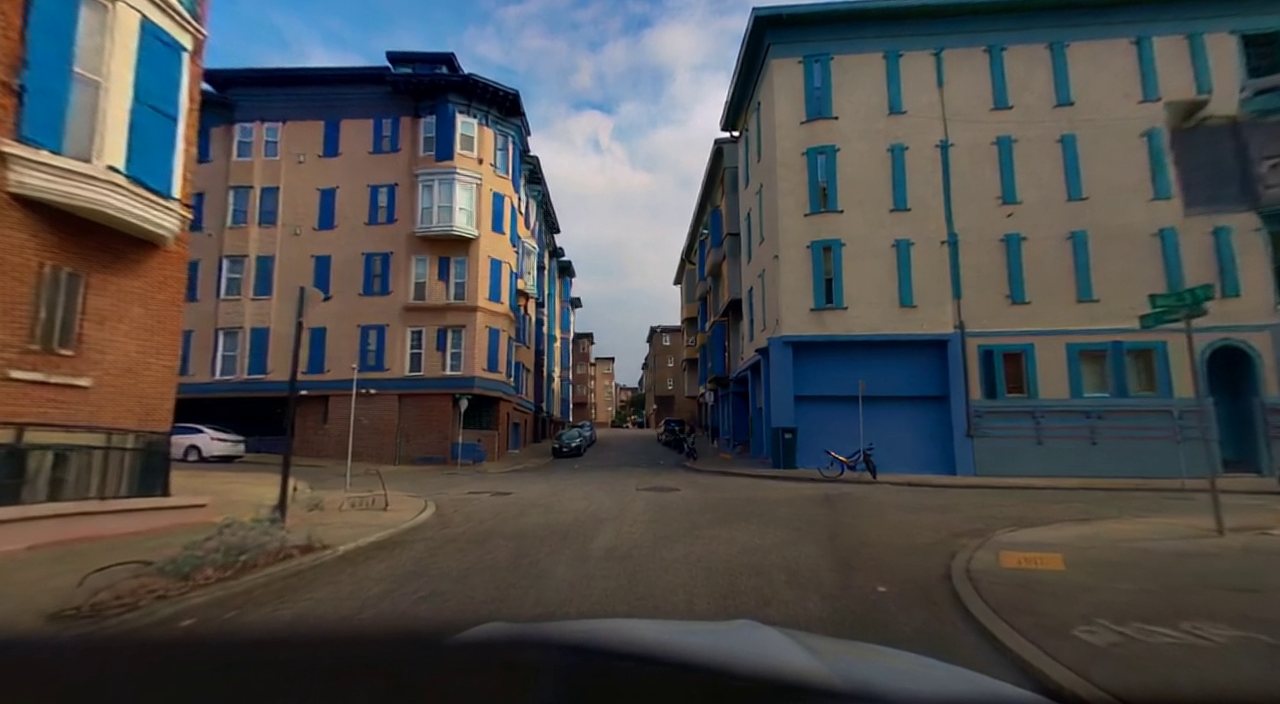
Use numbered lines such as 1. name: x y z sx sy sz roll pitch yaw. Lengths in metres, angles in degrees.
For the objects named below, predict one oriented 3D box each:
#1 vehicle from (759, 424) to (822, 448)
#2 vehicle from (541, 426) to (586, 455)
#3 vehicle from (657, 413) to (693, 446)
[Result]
1. vehicle: 9.027 5.065 37.902 3.404 1.431 1.641 0 -7 0
2. vehicle: -4.054 4.760 33.985 1.897 1.431 3.741 0 -7 1
3. vehicle: 2.341 5.313 43.069 2.072 2.074 4.358 0 -7 -2
